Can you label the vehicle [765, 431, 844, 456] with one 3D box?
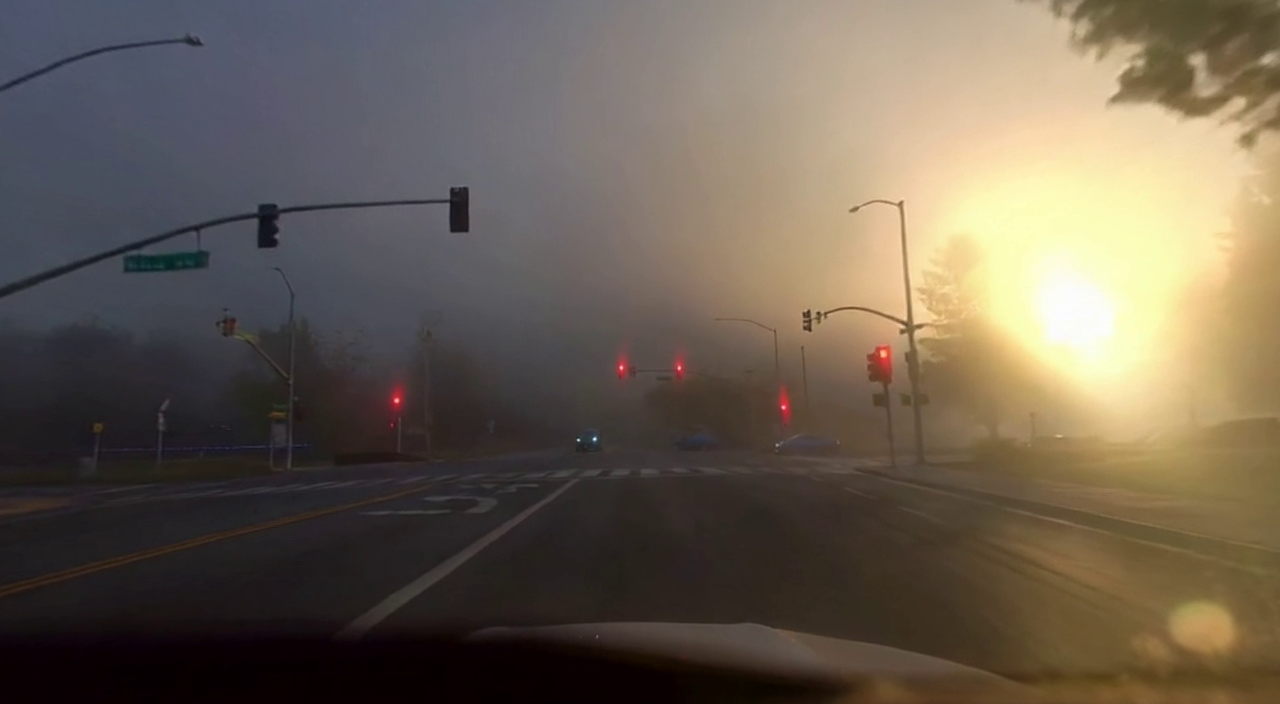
[{"bbox_3d":[10.536,5.843,40.388,4.528,1.482,1.864,3,-8,-19],"label":"vehicle"}]
